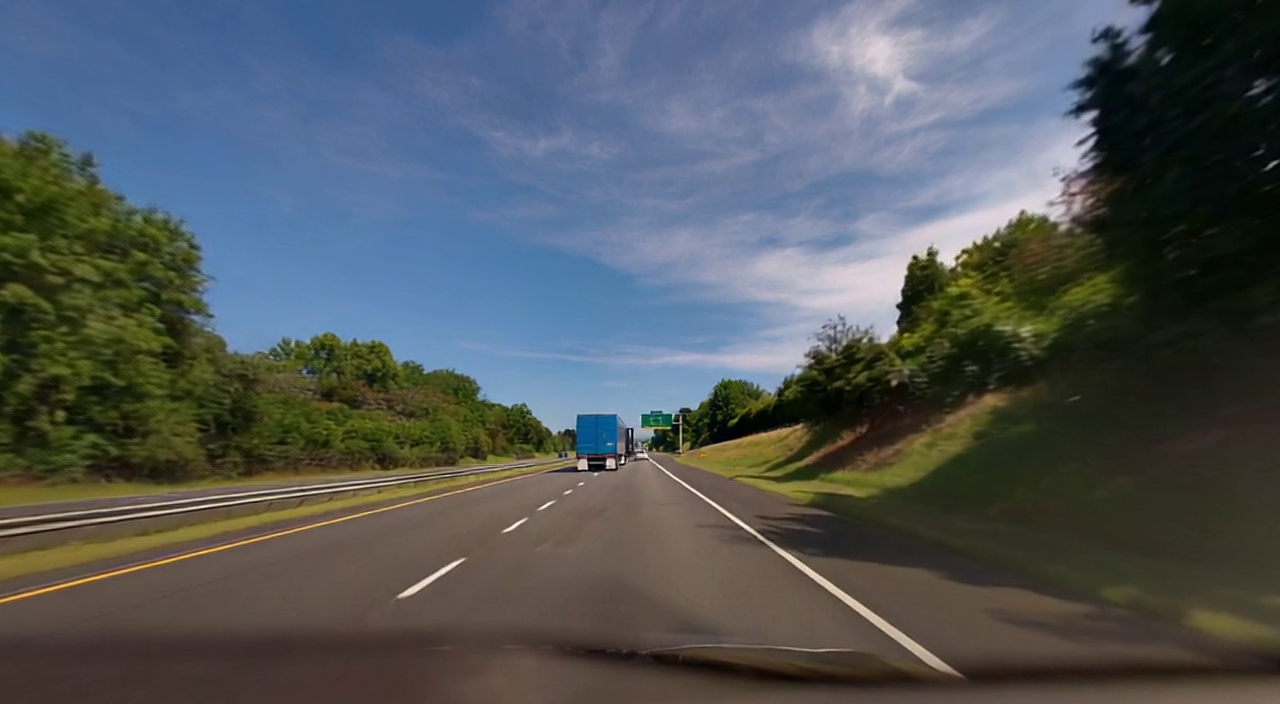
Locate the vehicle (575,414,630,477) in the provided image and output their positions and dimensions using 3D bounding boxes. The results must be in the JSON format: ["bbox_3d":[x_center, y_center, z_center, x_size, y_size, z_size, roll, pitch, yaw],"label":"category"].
[{"bbox_3d":[-2.006,5.409,36.328,2.704,3.270,6.745,0,-9,1],"label":"vehicle"}]
